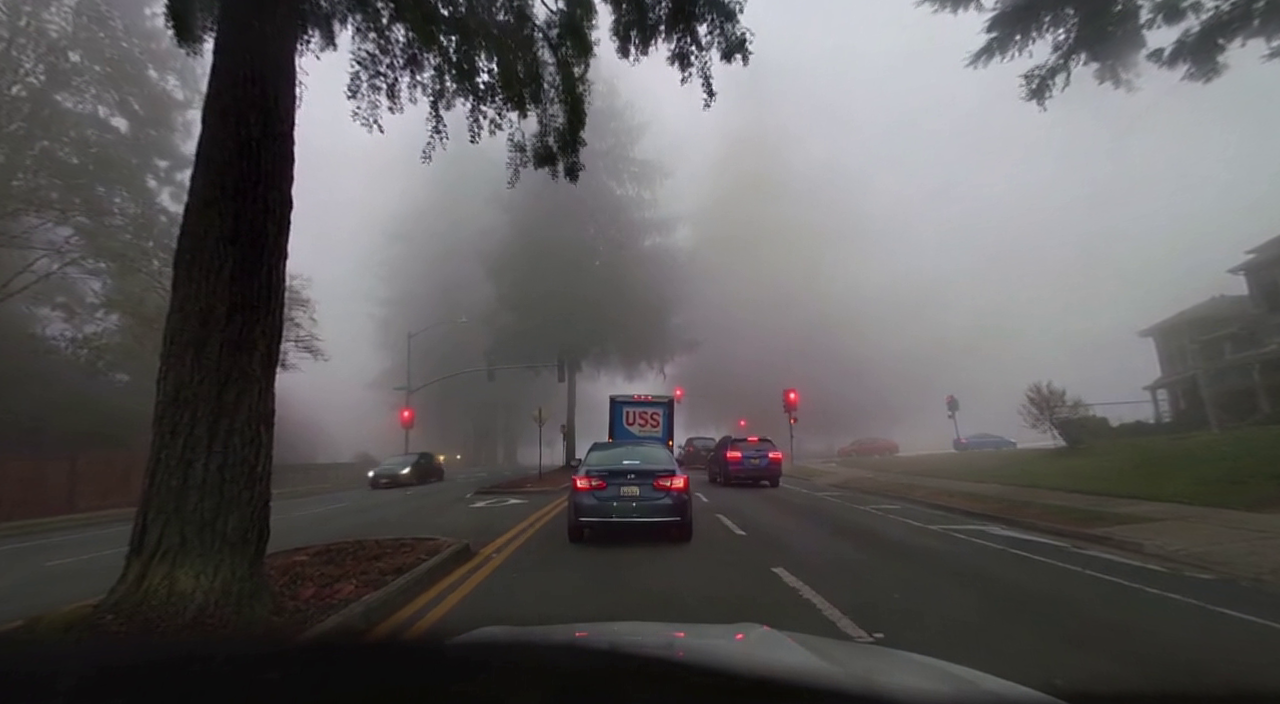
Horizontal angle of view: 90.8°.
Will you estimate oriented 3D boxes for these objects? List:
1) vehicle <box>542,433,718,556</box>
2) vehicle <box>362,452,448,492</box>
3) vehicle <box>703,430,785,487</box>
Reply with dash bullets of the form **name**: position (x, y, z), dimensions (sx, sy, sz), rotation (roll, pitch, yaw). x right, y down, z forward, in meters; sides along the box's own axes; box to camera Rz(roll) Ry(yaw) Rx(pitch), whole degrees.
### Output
- **vehicle**: position (-0.158, 2.044, 9.858), dimensions (2.135, 1.483, 4.207), rotation (0, -8, -1)
- **vehicle**: position (-9.760, 4.985, 26.638), dimensions (1.950, 1.467, 4.270), rotation (0, -8, 0)
- **vehicle**: position (3.651, 3.835, 23.052), dimensions (2.145, 1.847, 4.524), rotation (0, -8, -1)
